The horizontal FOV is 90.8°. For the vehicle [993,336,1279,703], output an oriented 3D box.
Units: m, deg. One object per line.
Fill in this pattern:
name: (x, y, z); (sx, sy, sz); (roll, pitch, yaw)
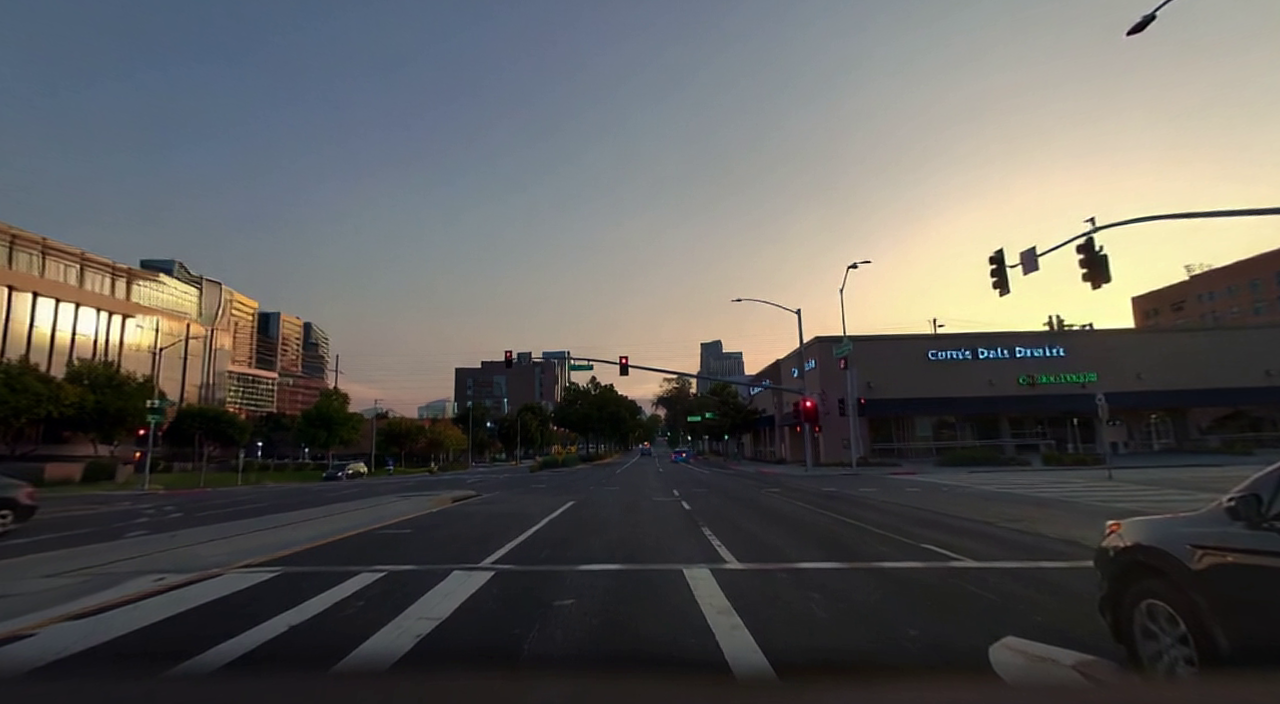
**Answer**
vehicle: (3.344, 0.722, 1.795); (1.973, 1.697, 4.377); (0, -8, -3)
